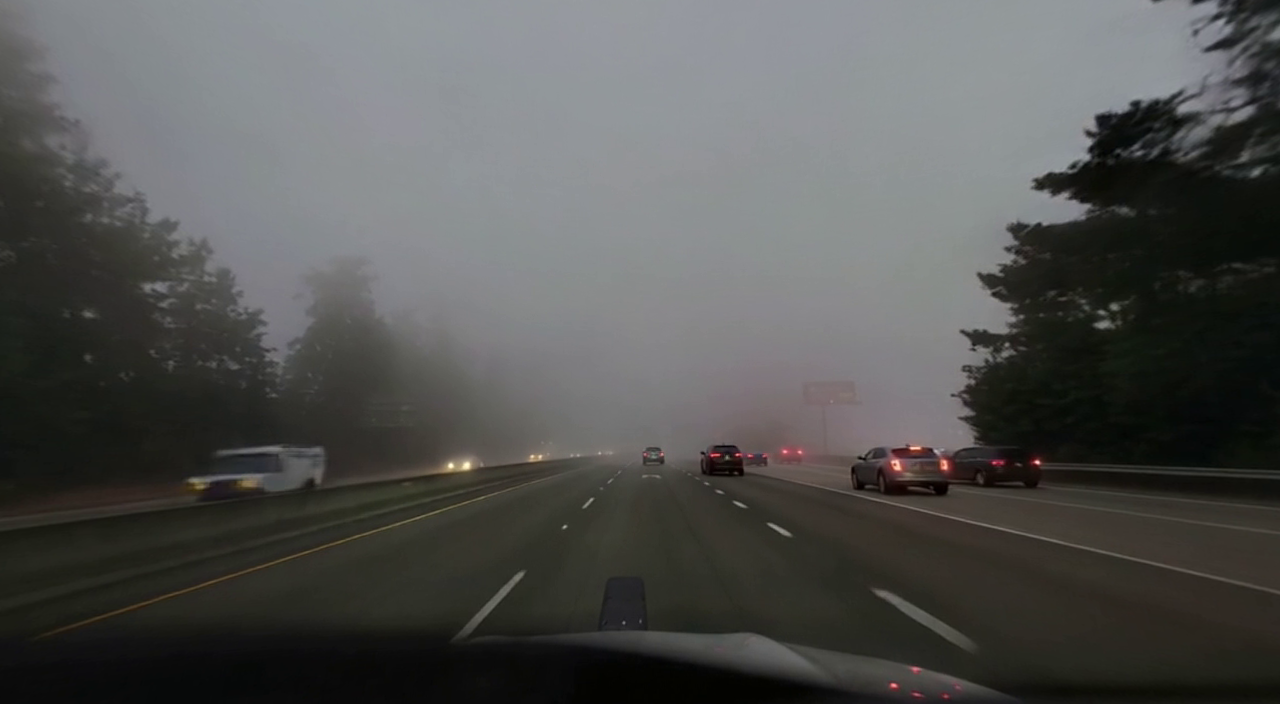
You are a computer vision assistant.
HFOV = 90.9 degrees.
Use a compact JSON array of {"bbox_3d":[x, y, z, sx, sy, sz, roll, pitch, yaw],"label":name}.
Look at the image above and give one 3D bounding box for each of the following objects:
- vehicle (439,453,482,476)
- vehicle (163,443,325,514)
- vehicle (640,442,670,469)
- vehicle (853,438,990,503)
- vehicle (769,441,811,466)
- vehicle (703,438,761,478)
[{"bbox_3d":[-13.653,8.558,48.205,1.890,1.559,4.509,-1,-8,2],"label":"vehicle"},{"bbox_3d":[-13.196,4.180,21.577,2.014,2.072,5.382,0,-8,0],"label":"vehicle"},{"bbox_3d":[1.059,7.566,46.263,2.145,1.832,4.004,0,-8,0],"label":"vehicle"},{"bbox_3d":[7.626,3.212,17.604,1.807,1.558,4.352,0,-8,0],"label":"vehicle"},{"bbox_3d":[11.564,7.873,49.006,2.028,1.801,4.503,0,-8,-1],"label":"vehicle"},{"bbox_3d":[4.469,5.232,31.448,2.075,1.845,4.667,0,-8,-1],"label":"vehicle"}]
